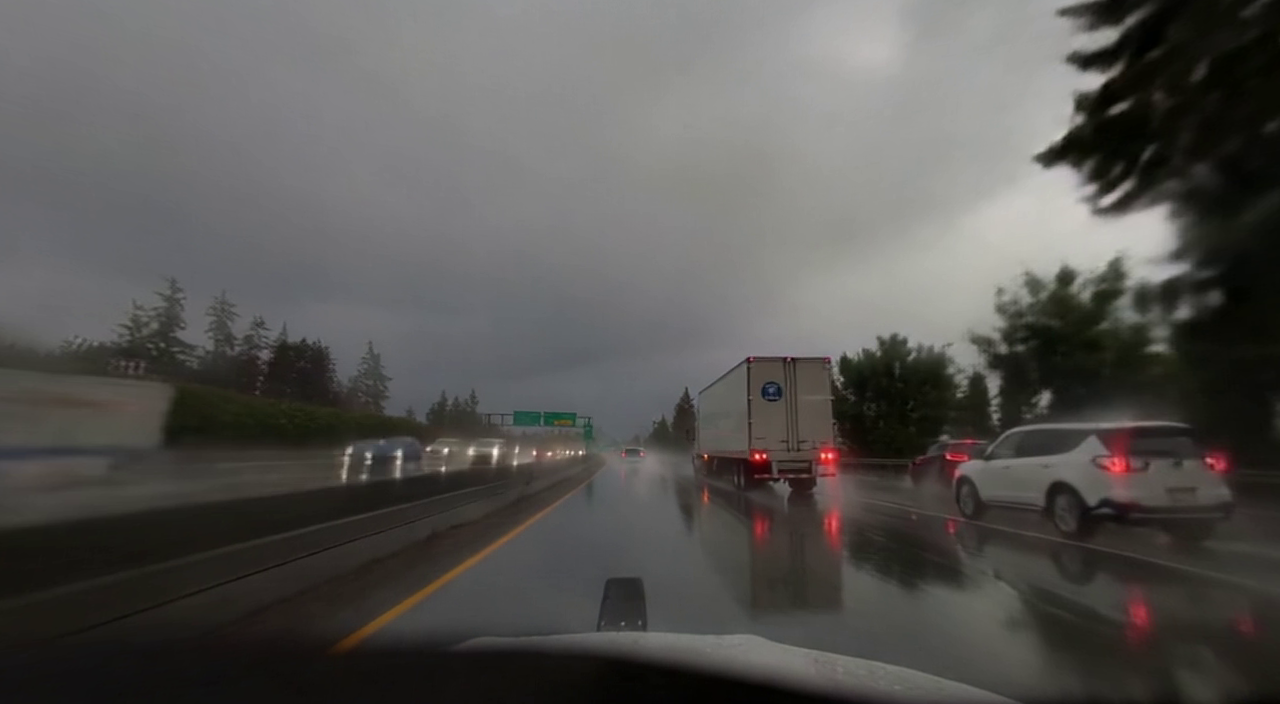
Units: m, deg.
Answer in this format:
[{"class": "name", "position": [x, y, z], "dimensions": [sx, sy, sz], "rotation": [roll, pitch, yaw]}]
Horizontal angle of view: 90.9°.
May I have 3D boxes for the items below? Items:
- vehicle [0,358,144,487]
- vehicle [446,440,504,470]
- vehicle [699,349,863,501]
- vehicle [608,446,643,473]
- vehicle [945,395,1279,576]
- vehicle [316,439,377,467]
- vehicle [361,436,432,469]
[{"class": "vehicle", "position": [-15.690, 1.644, 14.450], "dimensions": [2.609, 2.862, 7.328], "rotation": [0, -9, 0]}, {"class": "vehicle", "position": [-8.720, 5.496, 33.709], "dimensions": [1.952, 1.500, 4.487], "rotation": [0, -9, 0]}, {"class": "vehicle", "position": [4.341, 2.983, 23.596], "dimensions": [2.890, 4.006, 14.039], "rotation": [0, -9, 0]}, {"class": "vehicle", "position": [-0.929, 6.958, 40.880], "dimensions": [2.111, 1.599, 3.859], "rotation": [0, -9, -1]}, {"class": "vehicle", "position": [6.797, 1.780, 9.155], "dimensions": [2.128, 1.872, 5.043], "rotation": [0, -9, 0]}, {"class": "vehicle", "position": [-16.507, 5.702, 35.566], "dimensions": [1.731, 1.512, 3.543], "rotation": [0, -9, 0]}, {"class": "vehicle", "position": [-12.614, 5.264, 32.992], "dimensions": [2.034, 1.600, 4.304], "rotation": [0, -9, 0]}]
